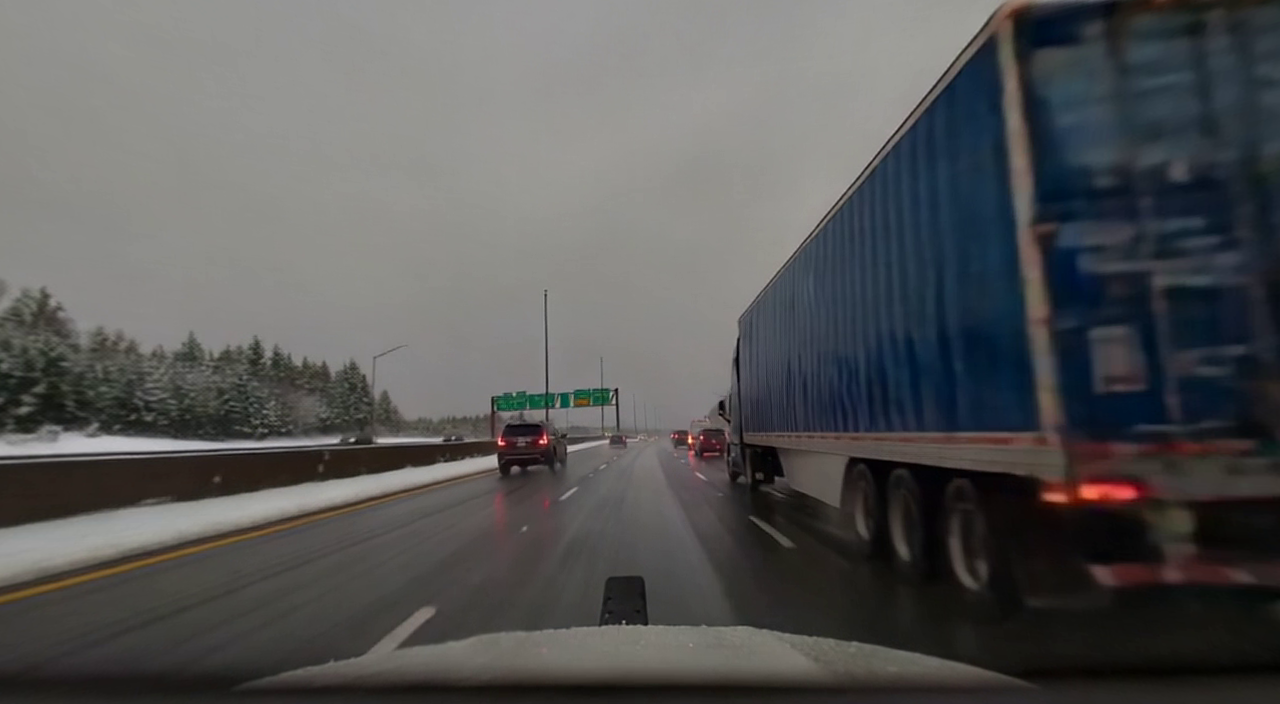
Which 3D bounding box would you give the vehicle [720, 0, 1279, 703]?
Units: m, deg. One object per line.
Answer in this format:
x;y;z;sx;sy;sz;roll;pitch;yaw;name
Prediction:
3.866;0.772;11.140;2.903;4.190;15.630;0;-8;0;vehicle

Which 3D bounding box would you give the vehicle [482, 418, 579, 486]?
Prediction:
-3.033;2.887;18.438;2.006;1.741;4.277;-1;-8;1;vehicle
